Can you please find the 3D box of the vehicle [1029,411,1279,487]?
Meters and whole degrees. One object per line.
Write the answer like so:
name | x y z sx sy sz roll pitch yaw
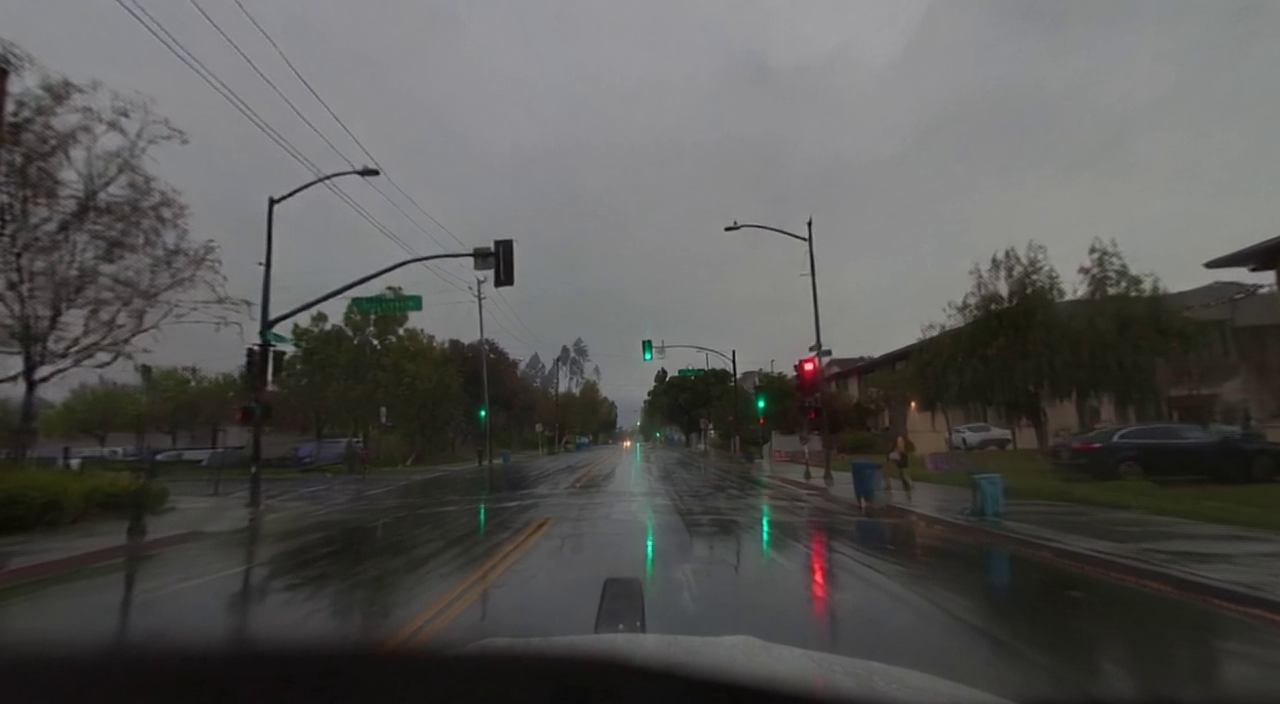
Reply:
vehicle | 12.762 2.366 15.617 4.908 1.521 2.108 -2 -8 -4

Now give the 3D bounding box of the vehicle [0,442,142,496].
vehicle | -22.271 4.432 24.008 4.804 1.842 2.171 -1 -8 -1

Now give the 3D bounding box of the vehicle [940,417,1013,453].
vehicle | 17.112 4.297 32.362 2.013 1.722 4.007 -2 -9 9

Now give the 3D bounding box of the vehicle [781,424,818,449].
vehicle | 11.497 6.171 45.877 1.950 1.714 4.245 -1 -9 6

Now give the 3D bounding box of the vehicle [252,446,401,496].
vehicle | -10.226 3.876 20.710 4.135 1.424 1.945 -5 -10 17
